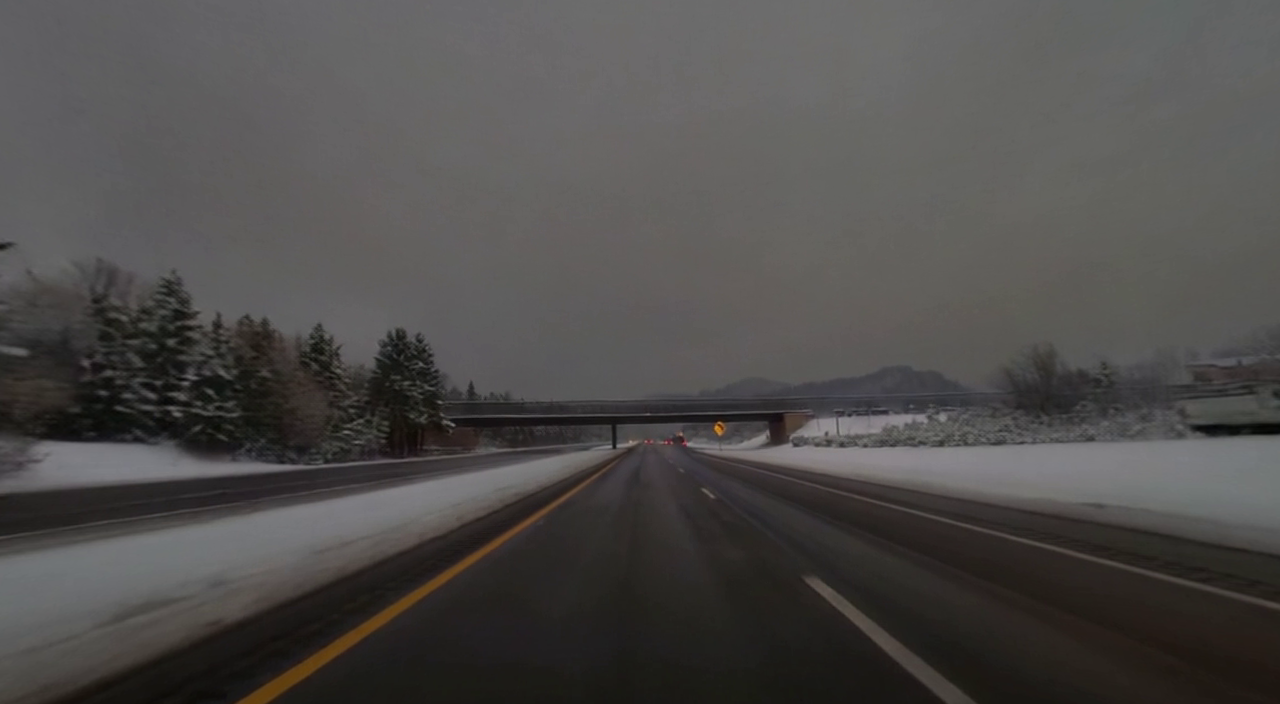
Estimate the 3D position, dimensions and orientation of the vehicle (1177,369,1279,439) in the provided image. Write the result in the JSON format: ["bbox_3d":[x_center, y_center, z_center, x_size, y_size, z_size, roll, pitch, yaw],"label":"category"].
[{"bbox_3d":[36.447,3.177,37.253,3.089,3.837,6.103,5,-9,-25],"label":"vehicle"}]
